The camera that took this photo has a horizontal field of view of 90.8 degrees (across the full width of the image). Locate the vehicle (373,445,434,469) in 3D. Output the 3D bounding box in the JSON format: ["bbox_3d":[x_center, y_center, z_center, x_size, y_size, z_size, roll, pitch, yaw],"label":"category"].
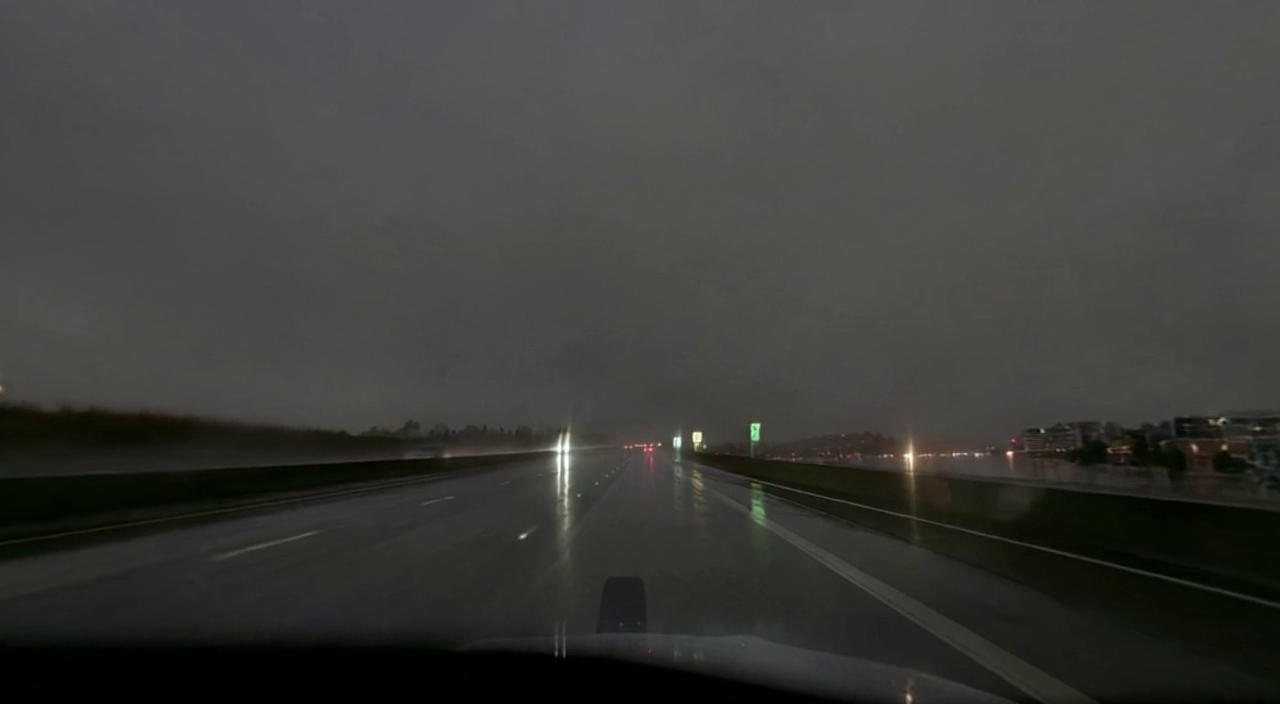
[{"bbox_3d":[-15.671,7.003,42.112,2.250,1.492,4.731,0,-9,0],"label":"vehicle"}]
